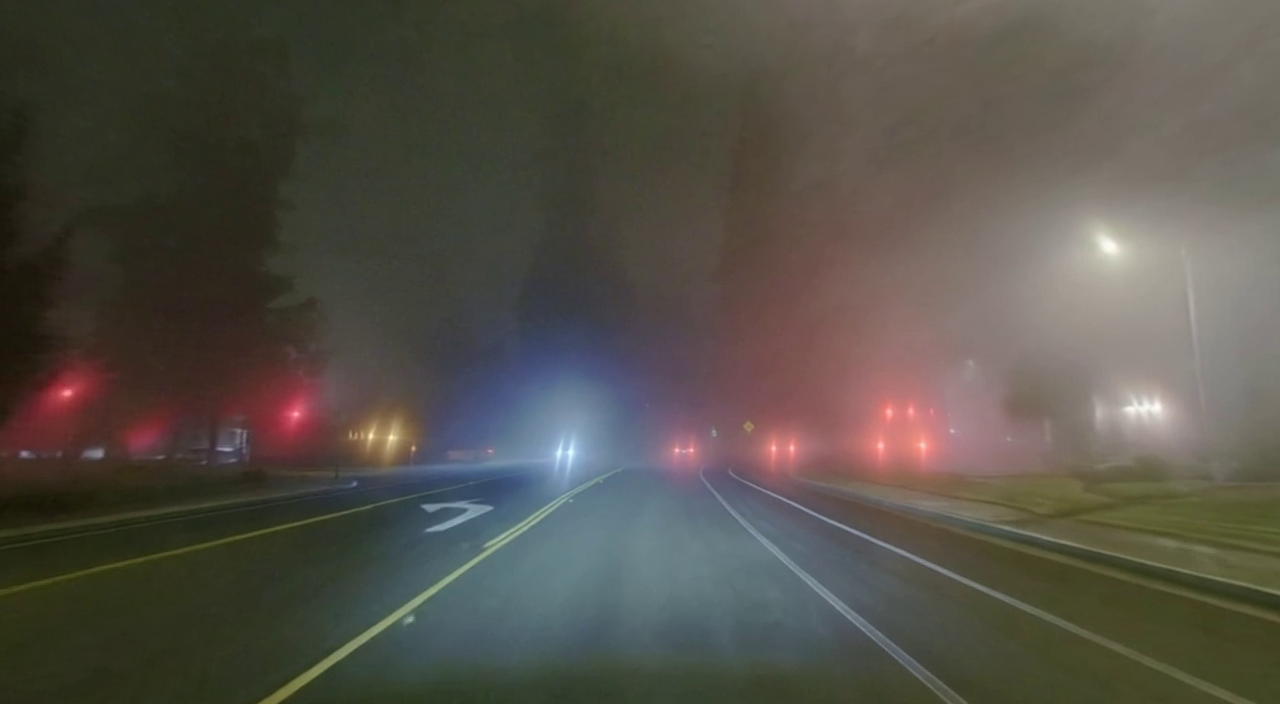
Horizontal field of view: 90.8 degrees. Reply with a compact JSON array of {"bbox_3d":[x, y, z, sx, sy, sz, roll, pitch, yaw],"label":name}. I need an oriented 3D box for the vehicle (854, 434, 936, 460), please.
[{"bbox_3d":[18.705,7.037,46.513,5.035,1.772,2.115,-1,-10,0],"label":"vehicle"}]
